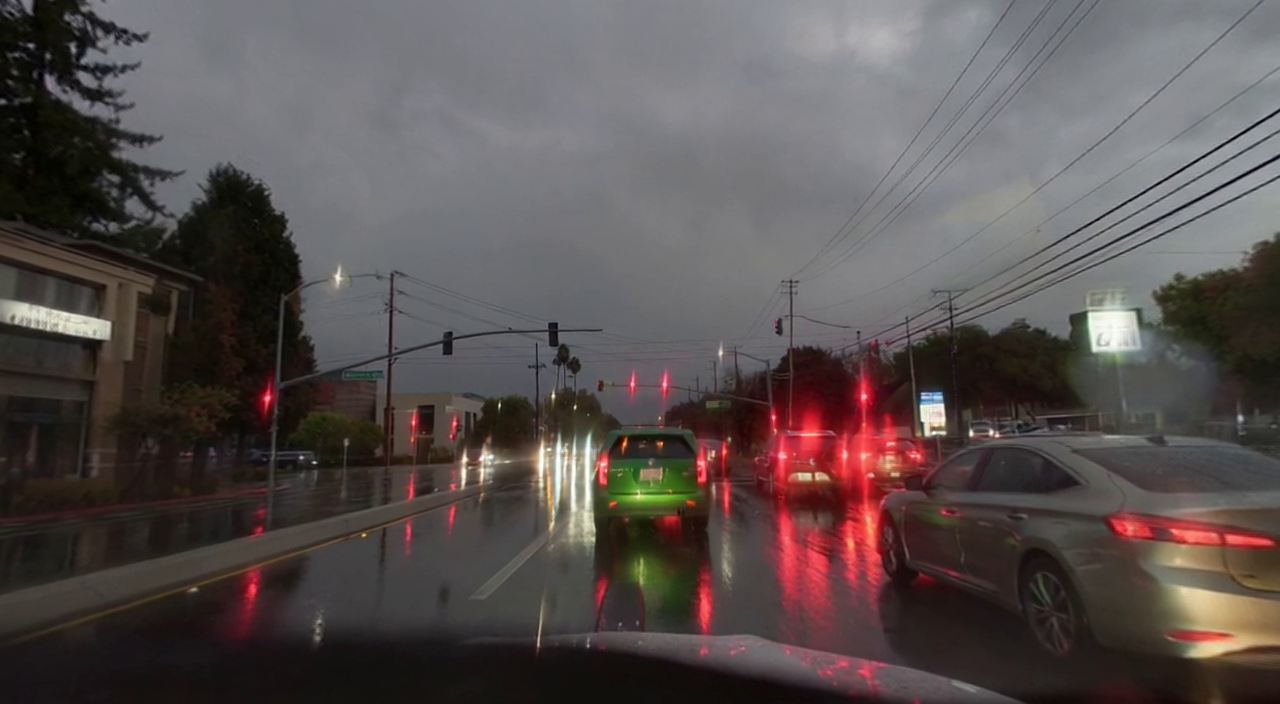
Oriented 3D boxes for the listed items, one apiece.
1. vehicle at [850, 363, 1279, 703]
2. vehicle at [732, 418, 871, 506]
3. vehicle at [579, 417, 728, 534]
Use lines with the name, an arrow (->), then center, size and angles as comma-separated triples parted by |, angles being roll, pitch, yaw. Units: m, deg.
vehicle -> 3.324, 1.165, 4.801 | 1.998, 1.620, 4.267 | 0, -9, 1
vehicle -> 3.699, 2.633, 15.506 | 2.060, 1.789, 4.712 | 0, -9, -1
vehicle -> 0.189, 2.084, 11.177 | 2.149, 1.668, 3.962 | 0, -9, 0
